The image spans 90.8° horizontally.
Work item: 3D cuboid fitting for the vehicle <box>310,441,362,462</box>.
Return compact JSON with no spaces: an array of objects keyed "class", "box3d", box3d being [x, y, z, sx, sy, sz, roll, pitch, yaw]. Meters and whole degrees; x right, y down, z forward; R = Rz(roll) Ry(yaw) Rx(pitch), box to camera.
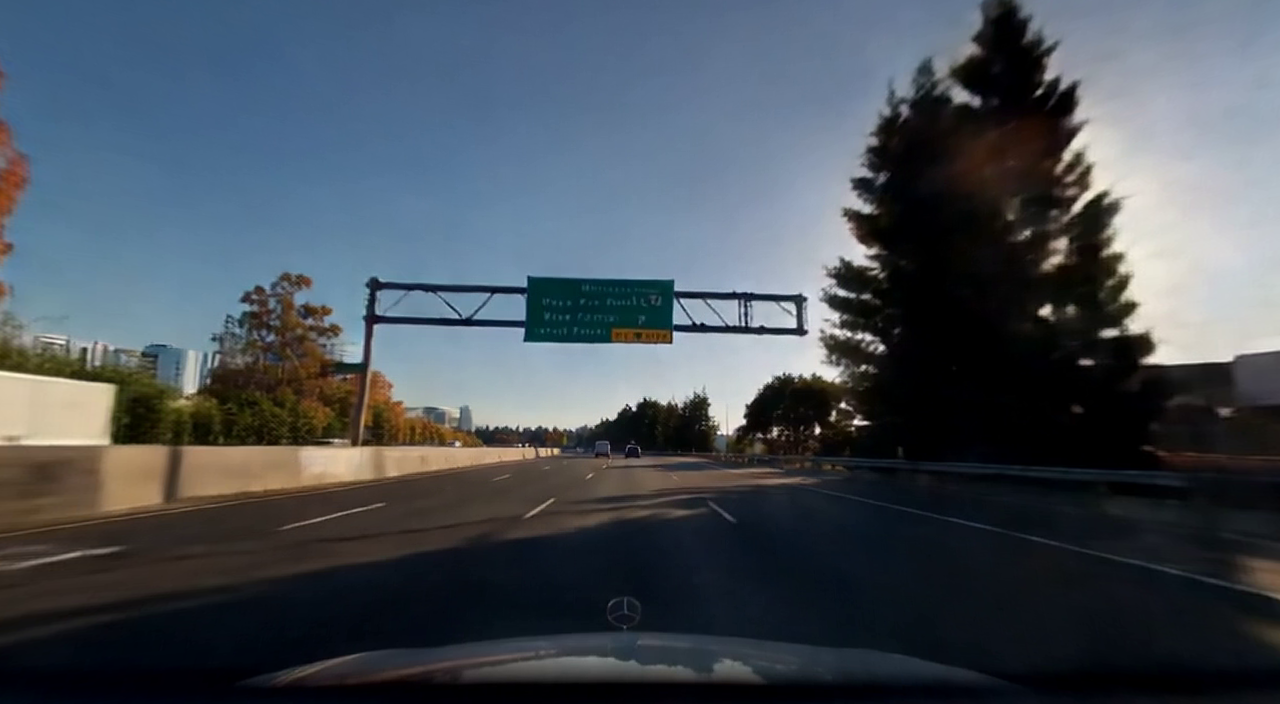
[{"class":"vehicle","box3d":[-21.632,7.109,45.041,1.752,1.424,3.932,0,-9,-1]}]
